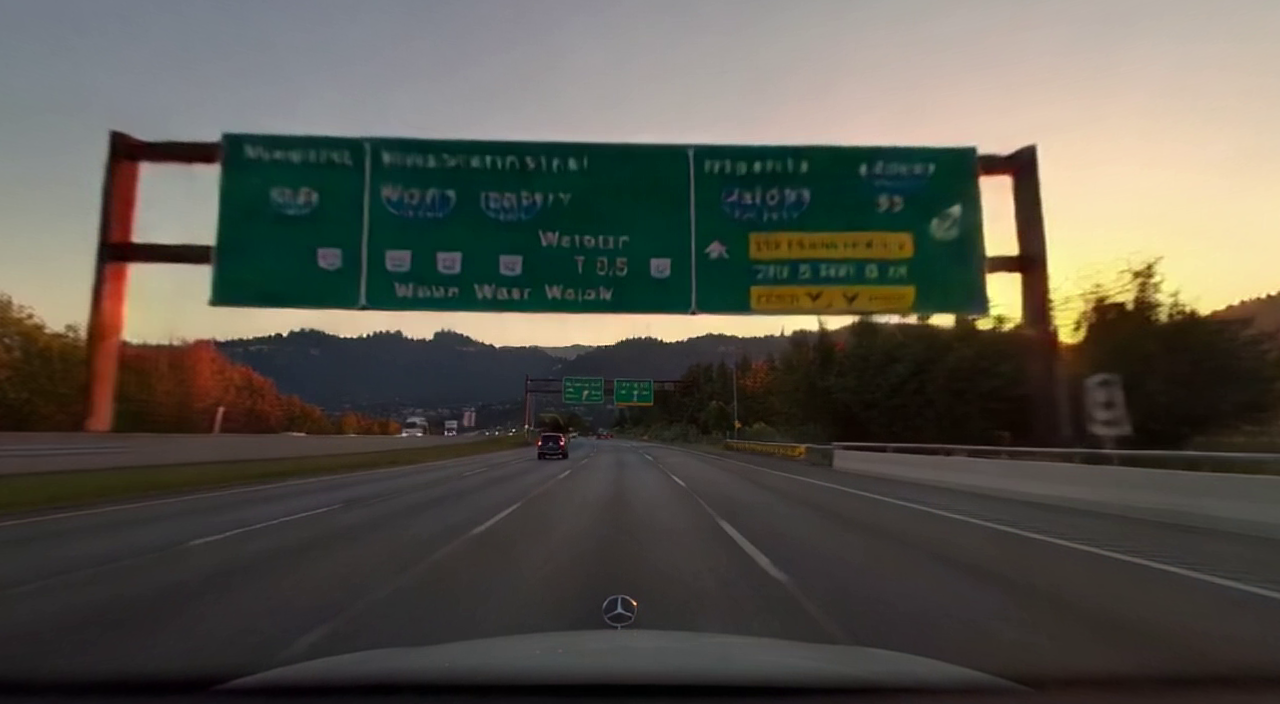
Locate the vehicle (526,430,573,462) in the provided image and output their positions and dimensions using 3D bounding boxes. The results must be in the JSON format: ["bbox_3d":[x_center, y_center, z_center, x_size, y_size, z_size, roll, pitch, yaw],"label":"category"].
[{"bbox_3d":[-4.555,4.786,32.141,1.878,1.548,3.966,0,-8,-1],"label":"vehicle"}]
